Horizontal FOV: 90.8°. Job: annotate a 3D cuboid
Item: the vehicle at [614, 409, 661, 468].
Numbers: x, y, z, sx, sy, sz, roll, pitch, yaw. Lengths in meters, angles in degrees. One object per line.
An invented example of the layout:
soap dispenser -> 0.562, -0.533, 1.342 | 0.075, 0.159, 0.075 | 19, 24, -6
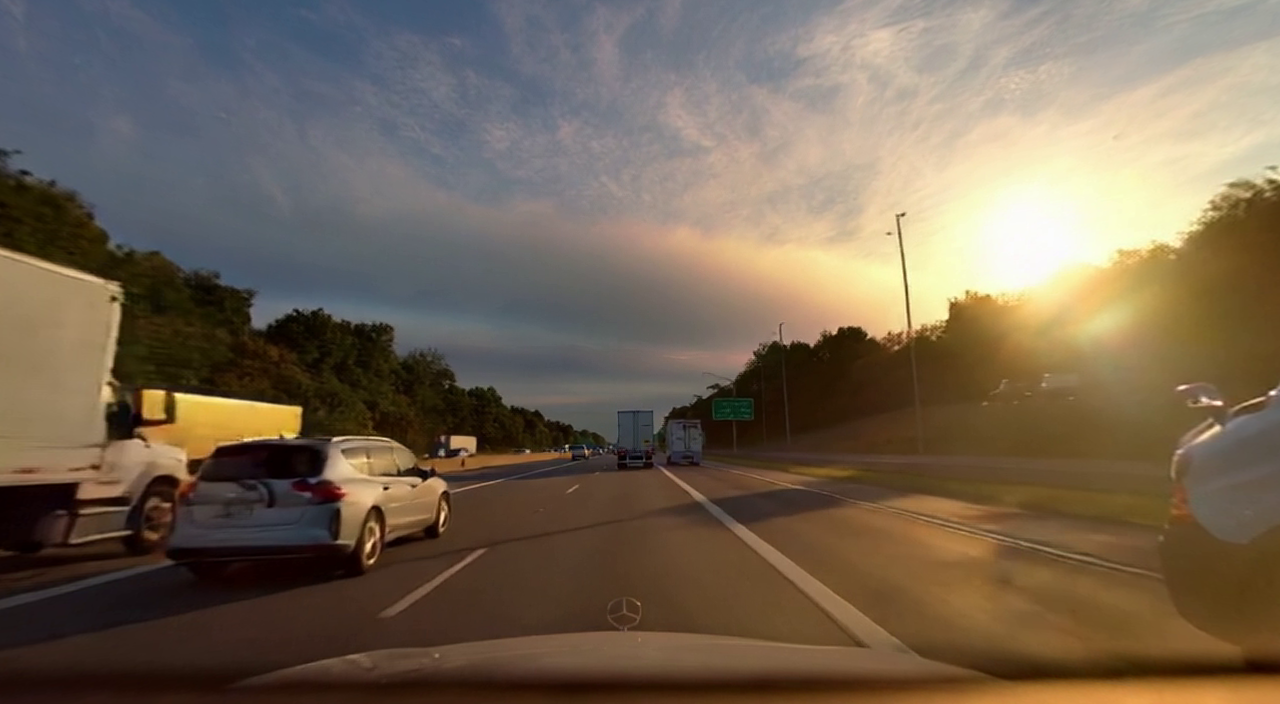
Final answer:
vehicle -> -0.190, 6.827, 49.226 | 3.201, 4.019, 10.918 | 0, -9, 0

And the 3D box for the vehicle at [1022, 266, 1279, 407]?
vehicle -> 25.264, -0.062, 30.775 | 2.982, 3.944, 15.603 | -4, -10, -2

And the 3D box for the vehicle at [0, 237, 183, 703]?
vehicle -> -3.880, 0.502, 2.082 | 2.033, 2.234, 3.490 | 0, -9, -1

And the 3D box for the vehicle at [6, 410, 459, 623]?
vehicle -> -3.849, 1.637, 7.271 | 2.175, 1.646, 4.525 | 0, -9, 0
